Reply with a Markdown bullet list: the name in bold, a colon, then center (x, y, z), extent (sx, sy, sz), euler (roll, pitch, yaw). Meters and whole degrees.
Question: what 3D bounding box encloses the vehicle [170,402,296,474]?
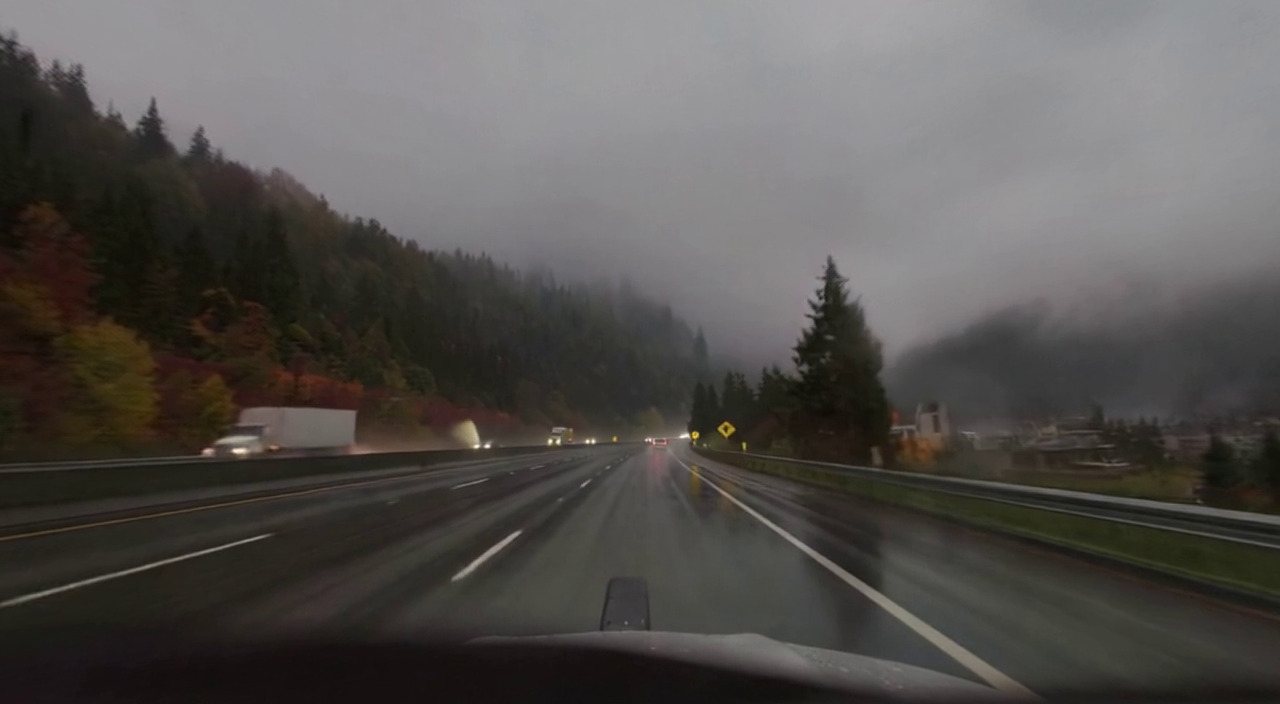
- **vehicle**: center (-22.861, 4.918, 35.817), extent (2.967, 3.721, 5.967), euler (0, -8, 1)
